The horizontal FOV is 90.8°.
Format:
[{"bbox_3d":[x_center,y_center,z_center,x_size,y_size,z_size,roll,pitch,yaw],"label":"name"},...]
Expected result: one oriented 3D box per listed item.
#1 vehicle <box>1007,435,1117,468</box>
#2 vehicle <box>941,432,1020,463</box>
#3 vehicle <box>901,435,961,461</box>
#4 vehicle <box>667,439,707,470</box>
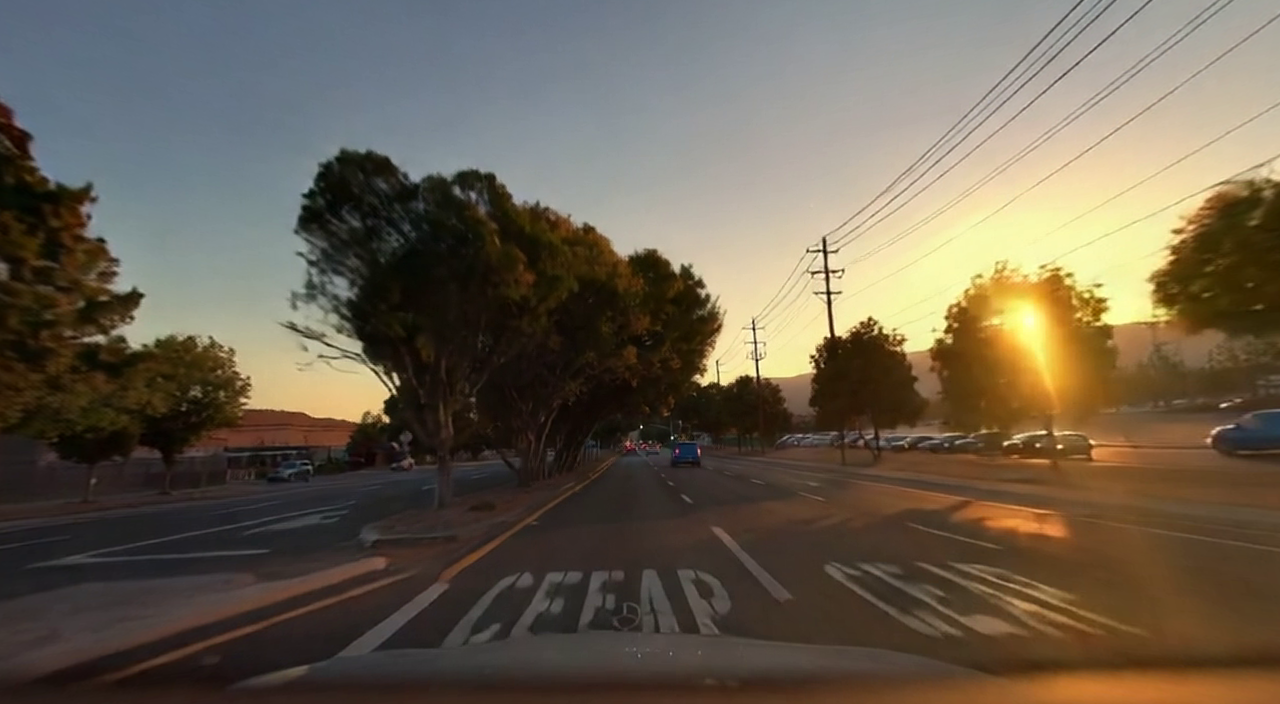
[{"bbox_3d":[20.131,4.787,30.456,1.980,1.423,4.793,0,-9,0],"label":"vehicle"},{"bbox_3d":[20.161,5.673,37.665,1.983,1.730,4.563,0,-9,-2],"label":"vehicle"},{"bbox_3d":[20.125,6.661,43.922,1.896,1.656,4.653,0,-9,-1],"label":"vehicle"},{"bbox_3d":[2.957,6.562,40.592,2.086,1.803,4.607,0,-9,-2],"label":"vehicle"}]
